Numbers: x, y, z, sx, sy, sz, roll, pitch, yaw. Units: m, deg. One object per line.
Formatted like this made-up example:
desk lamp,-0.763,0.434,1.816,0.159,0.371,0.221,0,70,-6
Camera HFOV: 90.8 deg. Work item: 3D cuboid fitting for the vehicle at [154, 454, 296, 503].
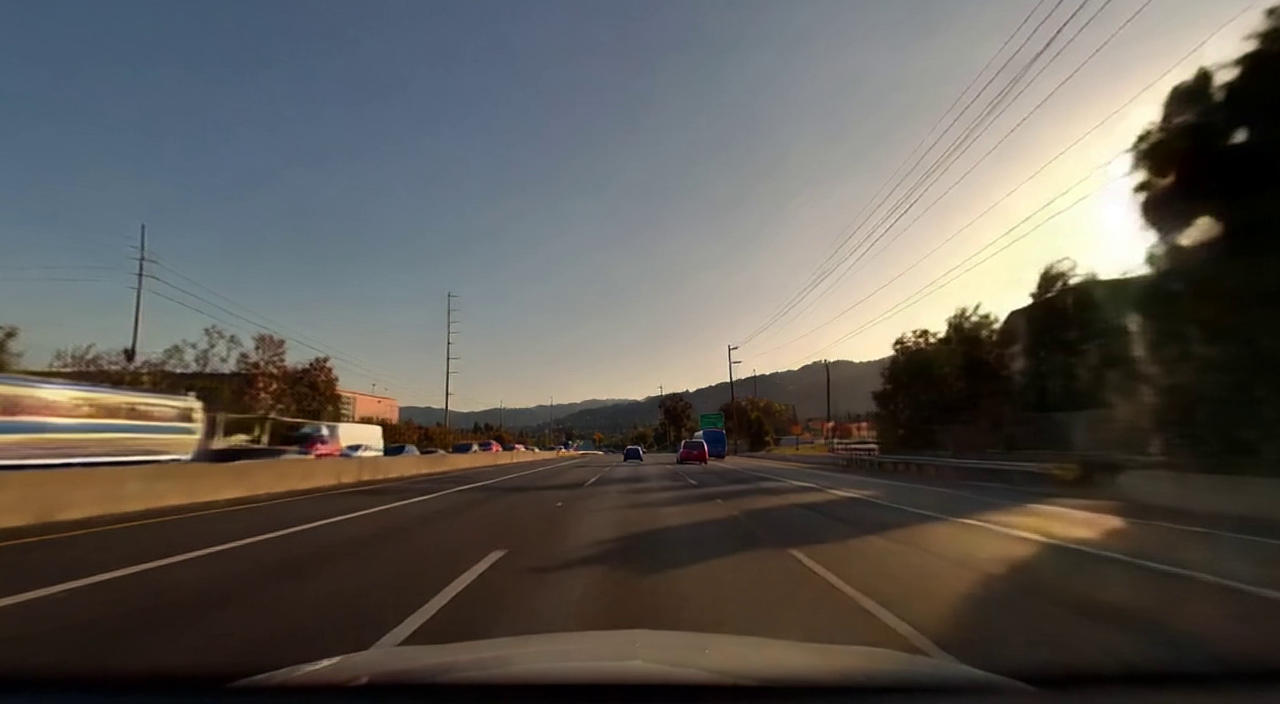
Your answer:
vehicle,-13.822,4.209,21.411,1.872,1.433,4.353,0,-9,0

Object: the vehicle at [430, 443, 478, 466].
vehicle,-13.422,7.420,45.827,1.934,1.522,4.697,0,-9,1

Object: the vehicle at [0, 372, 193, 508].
vehicle,-21.256,2.816,20.161,2.907,4.138,15.184,0,-9,0

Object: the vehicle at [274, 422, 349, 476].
vehicle,-25.730,7.608,49.761,2.968,3.977,5.142,0,-9,0

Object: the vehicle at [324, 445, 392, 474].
vehicle,-21.306,8.117,48.055,2.258,2.068,6.386,0,-9,0

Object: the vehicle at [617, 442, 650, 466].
vehicle,-0.493,7.590,47.100,2.325,1.712,4.592,0,-9,0

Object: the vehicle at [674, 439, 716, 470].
vehicle,3.362,6.382,39.454,2.036,1.796,4.470,0,-9,-2
